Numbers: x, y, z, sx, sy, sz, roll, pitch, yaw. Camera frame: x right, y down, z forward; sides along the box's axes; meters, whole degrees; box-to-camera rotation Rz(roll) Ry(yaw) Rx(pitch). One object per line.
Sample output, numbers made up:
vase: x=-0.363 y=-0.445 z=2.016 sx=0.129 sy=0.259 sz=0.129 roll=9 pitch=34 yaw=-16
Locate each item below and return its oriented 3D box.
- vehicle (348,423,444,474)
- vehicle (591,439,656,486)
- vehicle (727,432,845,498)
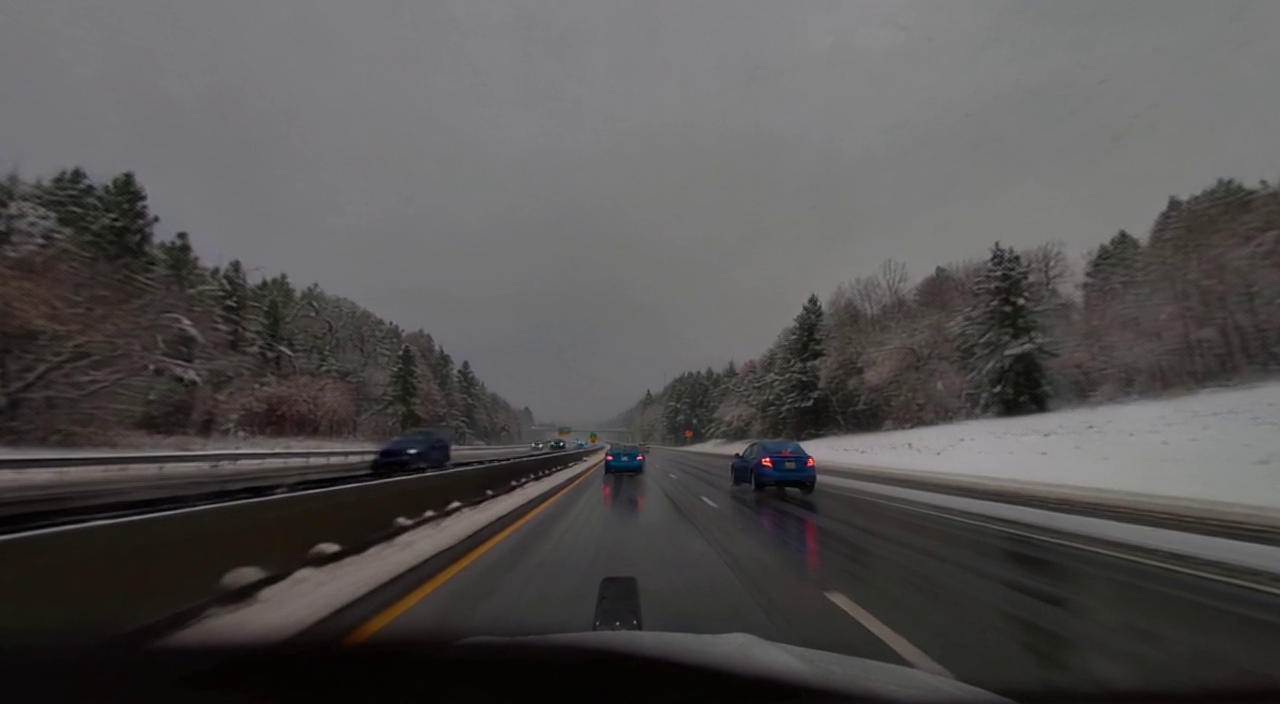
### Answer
vehicle: x=-9.503 y=3.840 z=24.871 sx=2.086 sy=1.802 sz=4.337 roll=0 pitch=-9 yaw=-1
vehicle: x=-0.556 y=3.956 z=22.730 sx=2.128 sy=1.516 sz=4.410 roll=0 pitch=-9 yaw=0
vehicle: x=3.912 y=3.135 z=17.649 sx=2.300 sy=1.595 sz=4.144 roll=-1 pitch=-9 yaw=0
